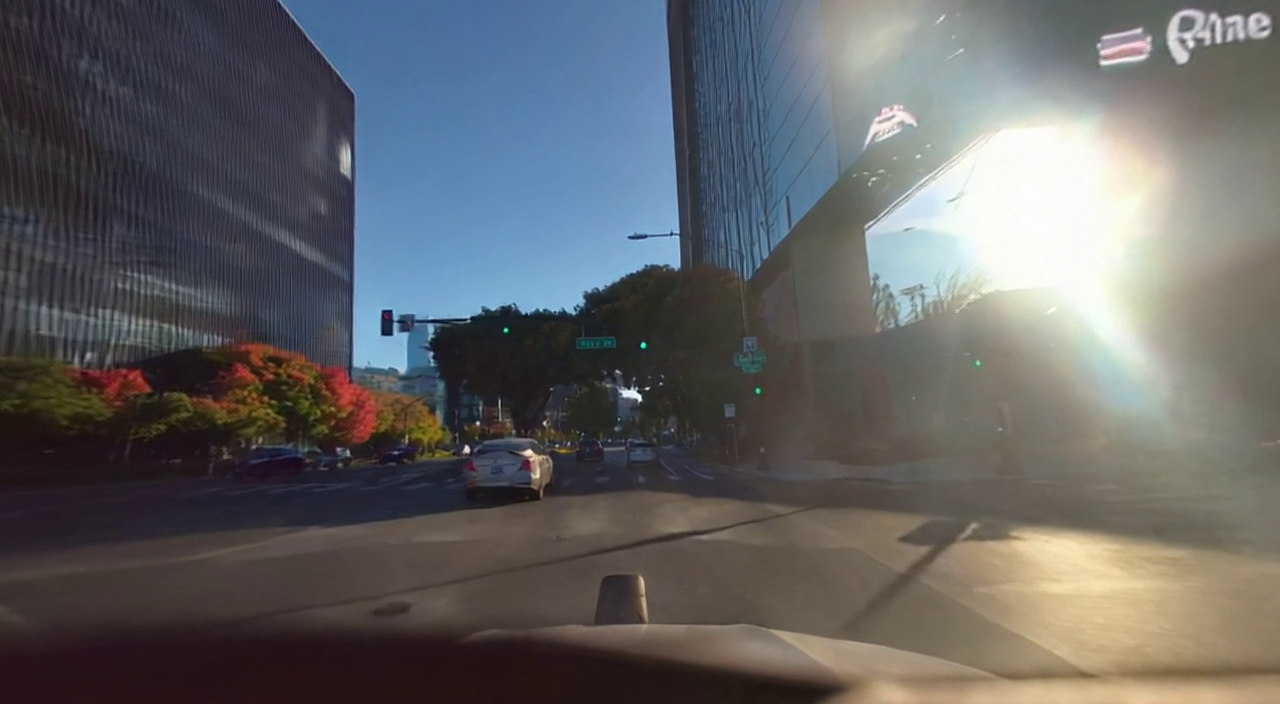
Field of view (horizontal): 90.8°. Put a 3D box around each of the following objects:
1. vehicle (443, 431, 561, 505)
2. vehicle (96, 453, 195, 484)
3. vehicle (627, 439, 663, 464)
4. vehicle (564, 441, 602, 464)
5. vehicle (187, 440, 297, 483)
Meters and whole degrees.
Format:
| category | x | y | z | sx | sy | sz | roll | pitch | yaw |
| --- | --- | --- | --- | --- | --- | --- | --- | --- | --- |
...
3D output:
| category | x | y | z | sx | sy | sz | roll | pitch | yaw |
| --- | --- | --- | --- | --- | --- | --- | --- | --- | --- |
| vehicle | -3.180 | 2.737 | 15.378 | 1.983 | 1.545 | 3.773 | 0 | -8 | 0 |
| vehicle | -26.745 | 6.301 | 34.403 | 1.853 | 1.467 | 4.380 | 0 | -8 | 0 |
| vehicle | 0.300 | 6.123 | 39.126 | 2.102 | 1.482 | 4.125 | 0 | -8 | 0 |
| vehicle | -3.692 | 6.579 | 41.714 | 2.088 | 1.430 | 4.482 | 0 | -8 | 0 |
| vehicle | -17.255 | 4.742 | 27.693 | 1.926 | 1.711 | 4.516 | 0 | -8 | -1 |
